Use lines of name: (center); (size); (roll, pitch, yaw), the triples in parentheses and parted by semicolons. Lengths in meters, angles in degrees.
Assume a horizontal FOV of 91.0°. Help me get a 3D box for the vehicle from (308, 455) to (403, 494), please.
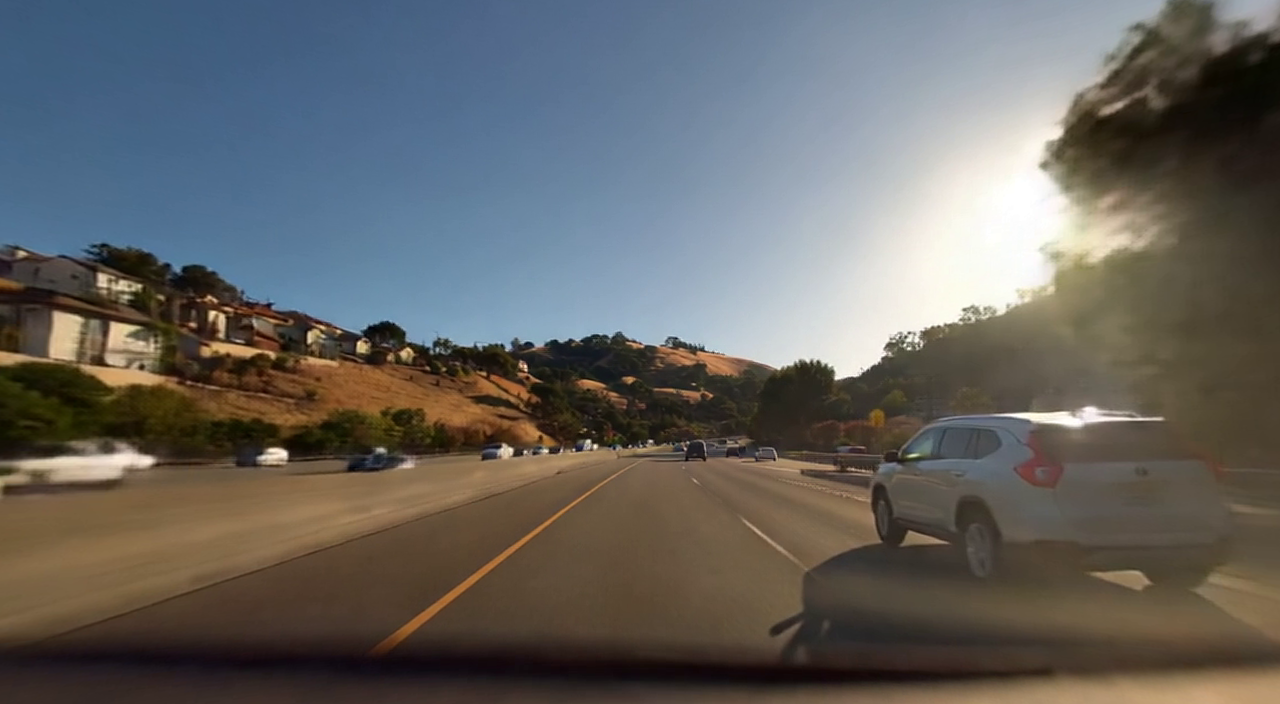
vehicle: (-12.041, 5.181, 27.014); (1.888, 1.471, 4.603); (0, -9, 1)

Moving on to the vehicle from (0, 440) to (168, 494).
vehicle: (-23.564, 4.828, 26.916); (2.233, 2.018, 5.643); (0, -9, 1)

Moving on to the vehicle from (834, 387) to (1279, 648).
vehicle: (3.994, 1.473, 6.668); (2.318, 1.766, 4.587); (0, -9, -1)
